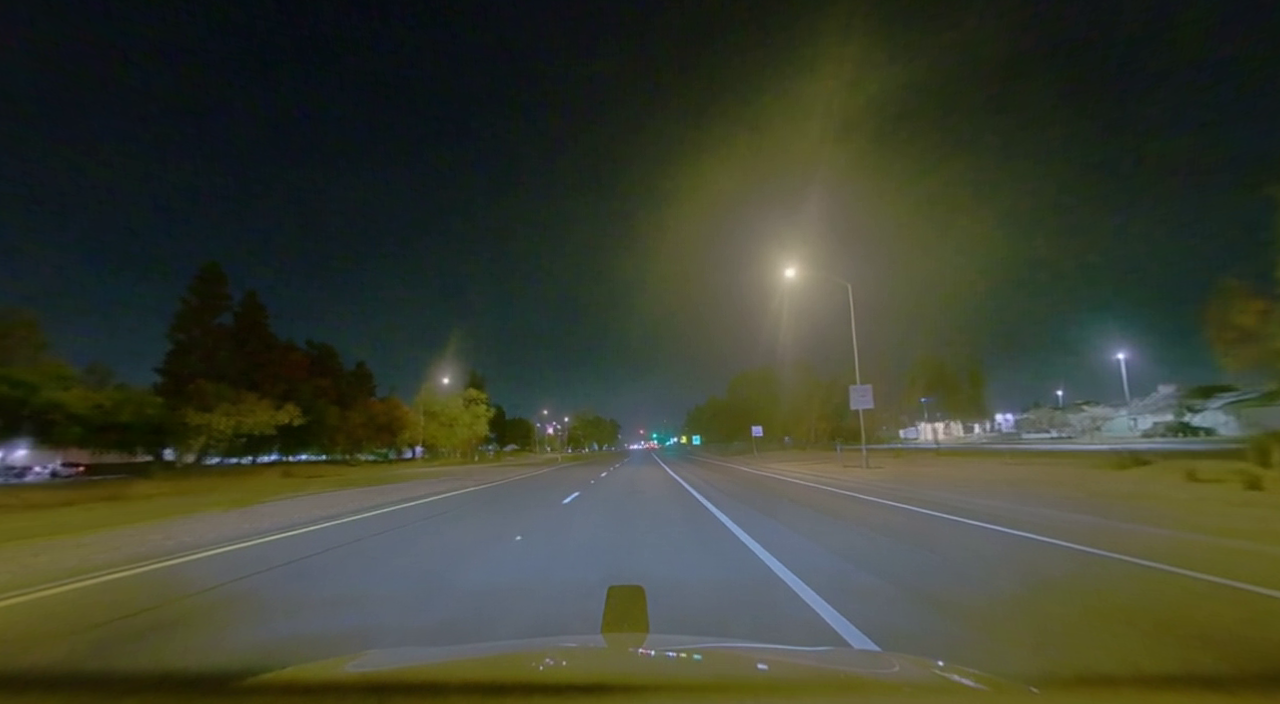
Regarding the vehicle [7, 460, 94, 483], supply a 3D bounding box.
[{"bbox_3d":[-40.868,8.271,43.825,1.802,1.467,4.412,0,-9,0],"label":"vehicle"}]
